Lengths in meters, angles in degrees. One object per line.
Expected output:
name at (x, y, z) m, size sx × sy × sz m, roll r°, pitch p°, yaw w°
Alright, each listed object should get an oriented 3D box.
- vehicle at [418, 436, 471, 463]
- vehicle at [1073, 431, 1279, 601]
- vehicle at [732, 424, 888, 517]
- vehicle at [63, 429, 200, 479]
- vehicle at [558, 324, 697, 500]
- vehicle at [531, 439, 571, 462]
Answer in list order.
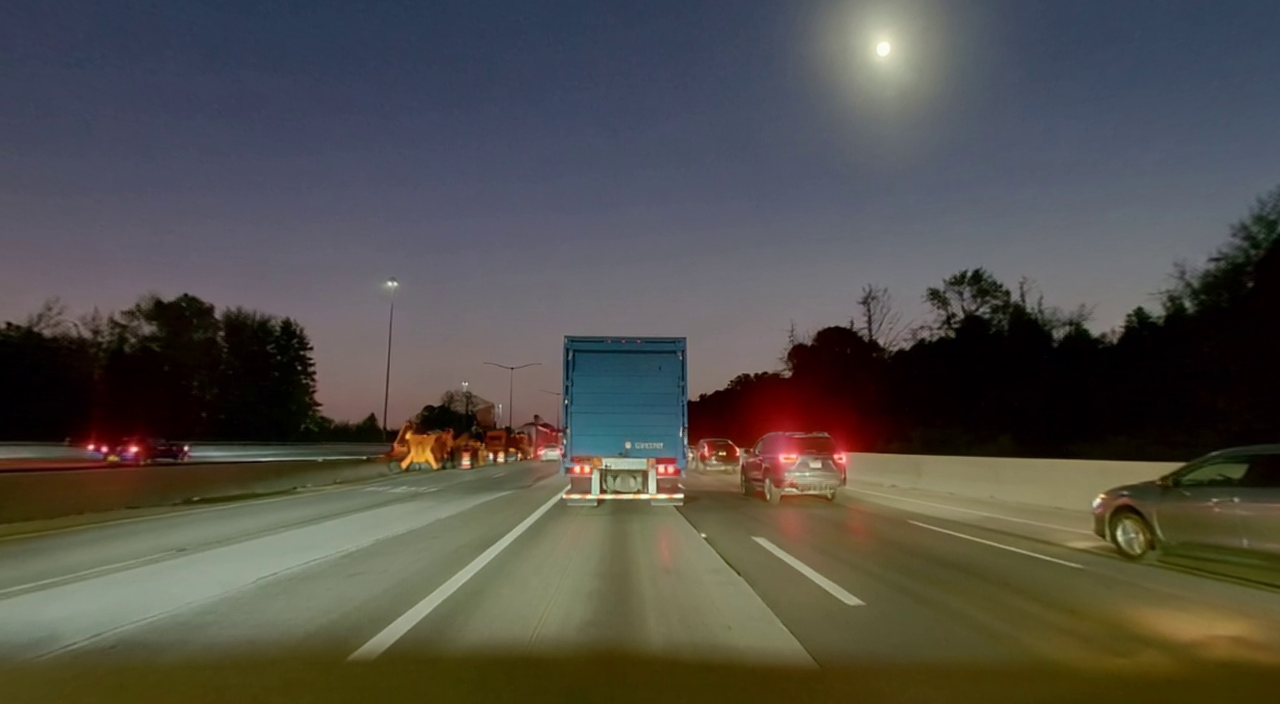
vehicle at (-14.147, 7.076, 45.899) m, size 2.054 × 1.708 × 4.663 m, roll 2°, pitch -8°, yaw 4°
vehicle at (7.248, 1.605, 6.177) m, size 2.070 × 1.632 × 4.774 m, roll 2°, pitch -9°, yaw -10°
vehicle at (3.479, 2.531, 13.849) m, size 2.103 × 1.713 × 4.173 m, roll 1°, pitch -9°, yaw -3°
vehicle at (-21.529, 4.301, 26.727) m, size 4.632 × 1.852 × 2.033 m, roll 0°, pitch -8°, yaw 16°
vehicle at (-0.443, 2.085, 19.221) m, size 3.067 × 3.940 × 10.154 m, roll 1°, pitch -9°, yaw -2°
vehicle at (-6.003, 6.693, 42.935) m, size 2.014 × 1.477 × 4.595 m, roll 0°, pitch -9°, yaw 1°
